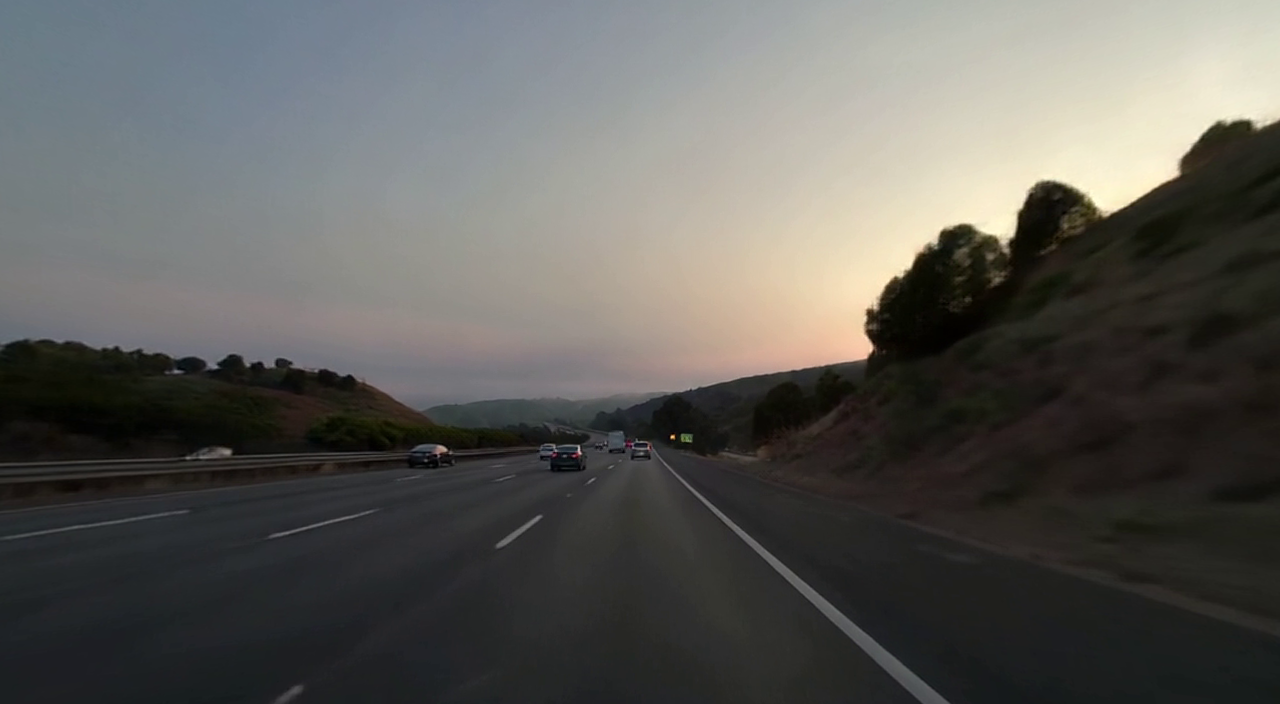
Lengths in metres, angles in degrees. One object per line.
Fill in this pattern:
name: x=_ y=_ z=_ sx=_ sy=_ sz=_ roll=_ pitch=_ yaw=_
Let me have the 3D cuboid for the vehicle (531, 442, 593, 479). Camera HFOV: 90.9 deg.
vehicle: x=-3.370 y=4.797 z=28.263 sx=2.080 sy=1.505 sz=4.649 roll=-1 pitch=-8 yaw=1

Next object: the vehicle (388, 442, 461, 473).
vehicle: x=-10.907 y=5.361 z=32.349 sx=1.945 sy=1.466 sz=4.947 roll=0 pitch=-8 yaw=1

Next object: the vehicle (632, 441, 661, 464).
vehicle: x=0.503 y=7.725 z=48.726 sx=2.138 sy=1.674 sz=4.044 roll=0 pitch=-8 yaw=1
